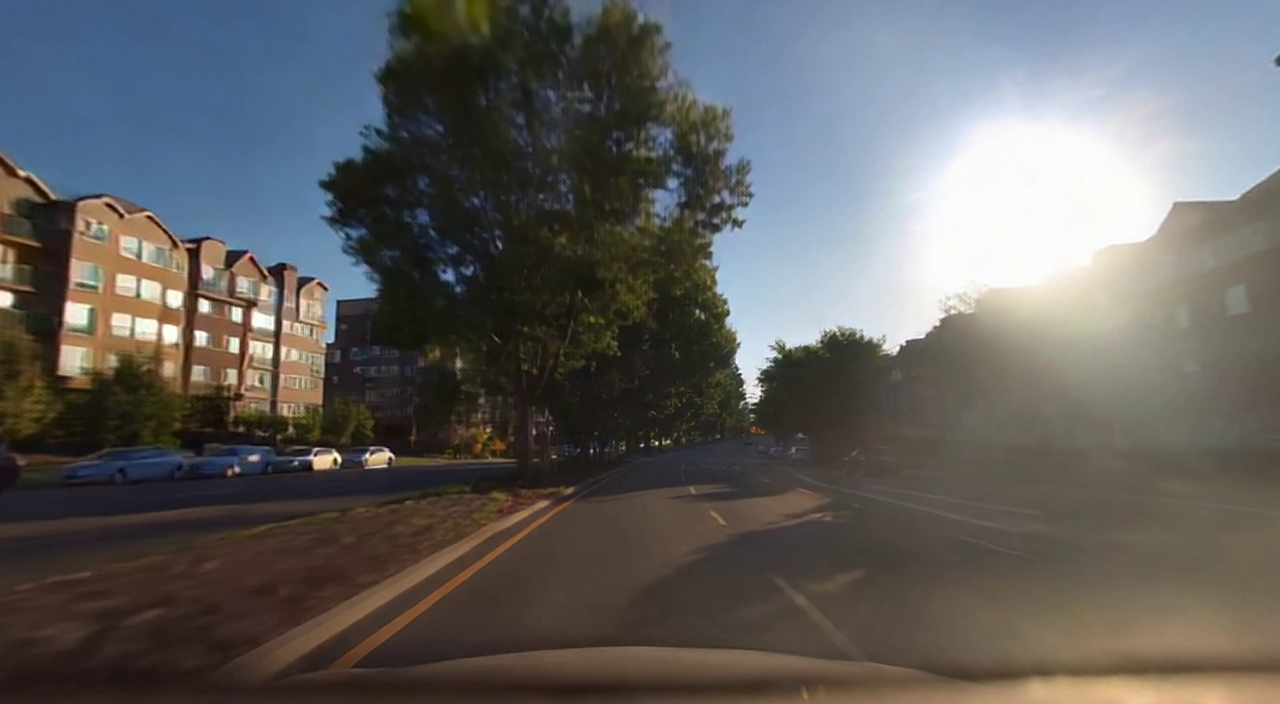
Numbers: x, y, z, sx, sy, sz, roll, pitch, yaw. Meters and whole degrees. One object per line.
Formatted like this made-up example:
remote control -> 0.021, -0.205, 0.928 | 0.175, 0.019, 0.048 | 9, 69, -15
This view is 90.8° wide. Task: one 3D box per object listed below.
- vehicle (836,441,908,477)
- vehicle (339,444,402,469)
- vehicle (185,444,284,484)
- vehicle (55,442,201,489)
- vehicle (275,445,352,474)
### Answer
vehicle -> 11.114, 5.152, 30.601 | 1.992, 1.615, 4.460 | -1, -9, 3
vehicle -> -17.684, 6.949, 41.674 | 2.003, 1.505, 4.332 | -3, -11, 4
vehicle -> -18.674, 5.153, 29.367 | 1.686, 1.671, 4.477 | 0, -8, -1
vehicle -> -18.857, 4.209, 23.583 | 1.854, 1.490, 4.331 | -2, -9, 0
vehicle -> -18.253, 6.088, 35.585 | 1.795, 1.445, 4.629 | -3, -11, 1
